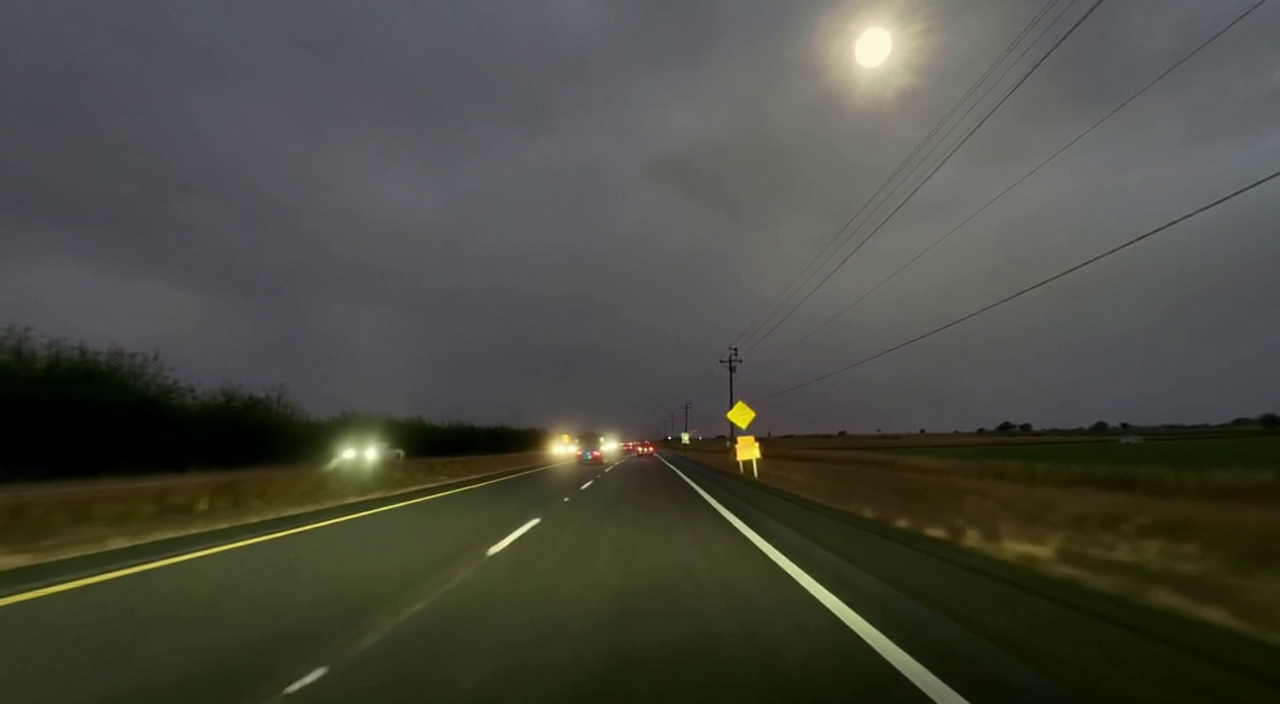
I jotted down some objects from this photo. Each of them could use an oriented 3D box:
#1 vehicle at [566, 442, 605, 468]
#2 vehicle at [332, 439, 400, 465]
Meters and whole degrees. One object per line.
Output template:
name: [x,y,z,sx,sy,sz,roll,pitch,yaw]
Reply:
vehicle: [-3.503,6.747,41.321,2.120,1.597,4.810,0,-9,0]
vehicle: [-21.178,7.776,49.044,2.445,1.917,6.250,0,-9,1]
